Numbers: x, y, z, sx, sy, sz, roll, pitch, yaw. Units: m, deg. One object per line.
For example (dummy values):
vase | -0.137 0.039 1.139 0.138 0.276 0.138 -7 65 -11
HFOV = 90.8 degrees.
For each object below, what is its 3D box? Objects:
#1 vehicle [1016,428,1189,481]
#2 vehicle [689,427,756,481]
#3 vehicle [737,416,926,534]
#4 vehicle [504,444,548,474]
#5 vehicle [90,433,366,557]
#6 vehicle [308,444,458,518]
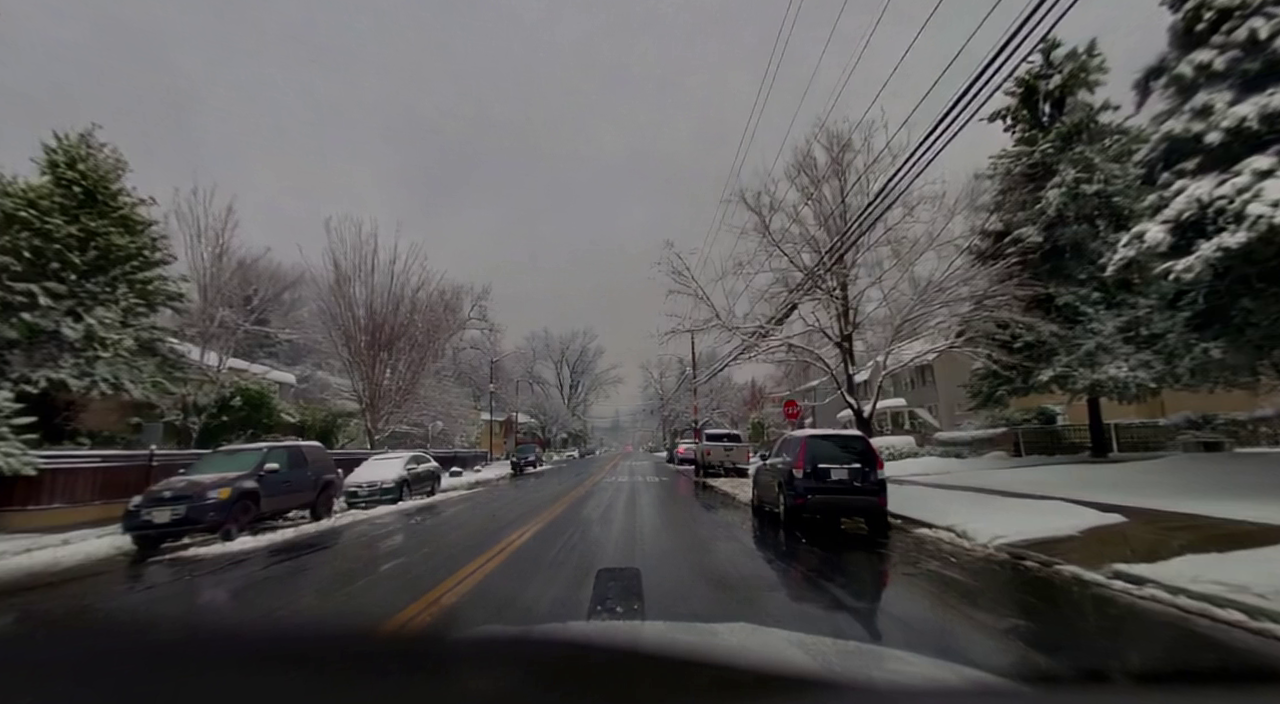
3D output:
vehicle | 15.958 3.580 21.978 4.369 1.469 1.924 -3 -11 0
vehicle | 3.402 4.360 27.276 2.111 2.054 5.748 0 -9 0
vehicle | 3.188 2.156 11.615 2.069 1.750 4.294 0 -9 -1
vehicle | -7.427 7.078 41.398 1.980 1.664 4.342 -5 -11 0
vehicle | -7.160 2.489 11.797 2.058 1.814 4.624 0 -9 -1
vehicle | -6.762 3.456 17.208 2.086 1.516 4.568 -6 -11 1
